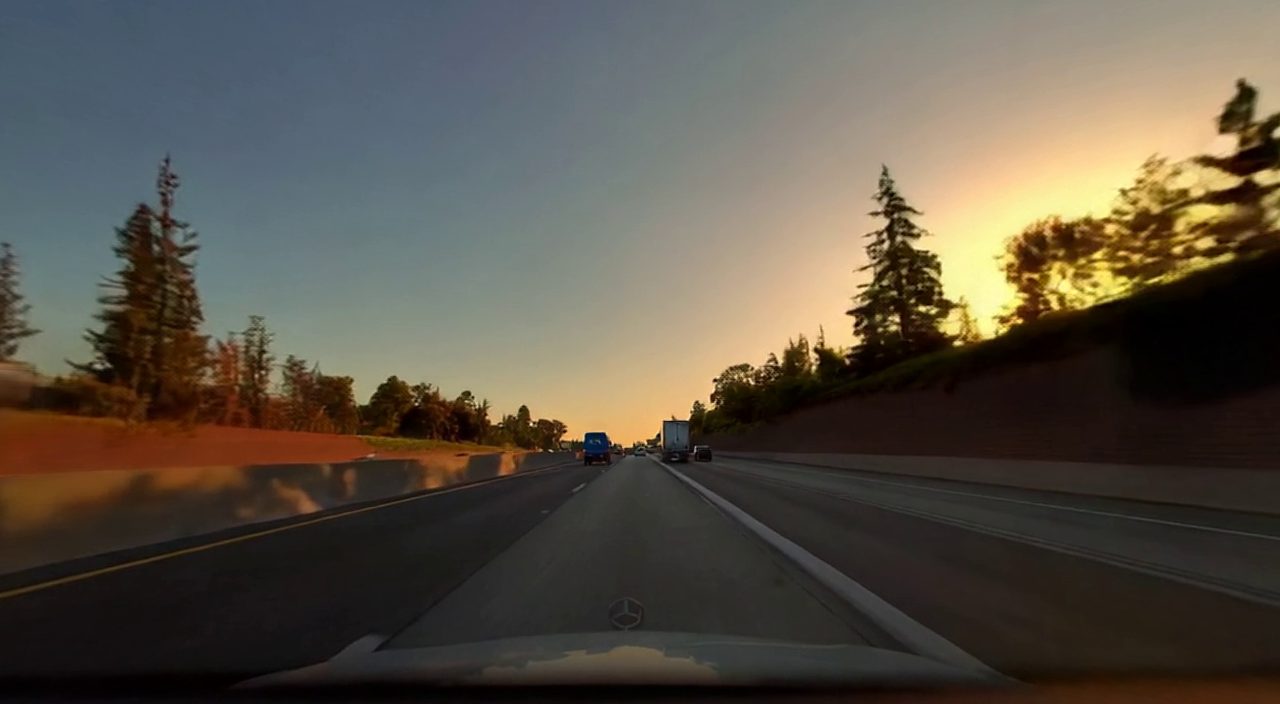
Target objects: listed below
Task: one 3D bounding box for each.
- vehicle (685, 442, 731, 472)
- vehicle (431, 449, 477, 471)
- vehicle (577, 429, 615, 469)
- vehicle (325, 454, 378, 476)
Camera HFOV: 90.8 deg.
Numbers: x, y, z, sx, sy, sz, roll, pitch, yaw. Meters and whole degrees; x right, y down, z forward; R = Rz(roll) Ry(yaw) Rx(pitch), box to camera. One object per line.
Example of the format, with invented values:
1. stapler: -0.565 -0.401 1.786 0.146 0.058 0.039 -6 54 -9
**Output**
1. vehicle: 3.900 6.119 37.013 2.066 1.638 4.158 0 -9 -2
2. vehicle: -13.022 7.582 44.440 1.931 1.484 4.452 0 -9 0
3. vehicle: -3.095 7.074 46.073 2.380 2.648 6.879 0 -9 -1
4. vehicle: -20.698 8.142 45.467 1.805 1.454 4.182 0 -9 1
